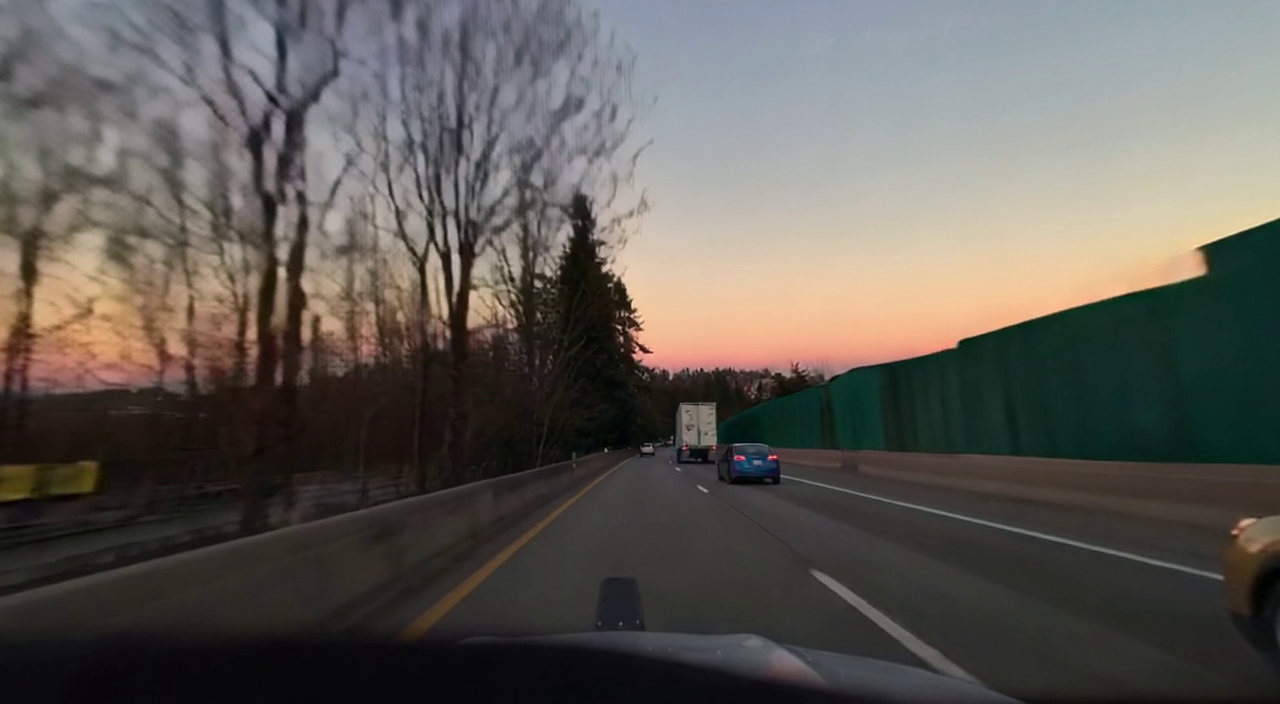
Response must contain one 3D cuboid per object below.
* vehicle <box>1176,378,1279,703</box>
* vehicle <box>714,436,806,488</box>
[{"bbox_3d":[3.996,0.687,1.430,1.940,1.539,4.005,0,-8,-1],"label":"vehicle"},{"bbox_3d":[3.689,3.471,20.261,2.000,1.473,4.440,0,-8,-1],"label":"vehicle"}]
